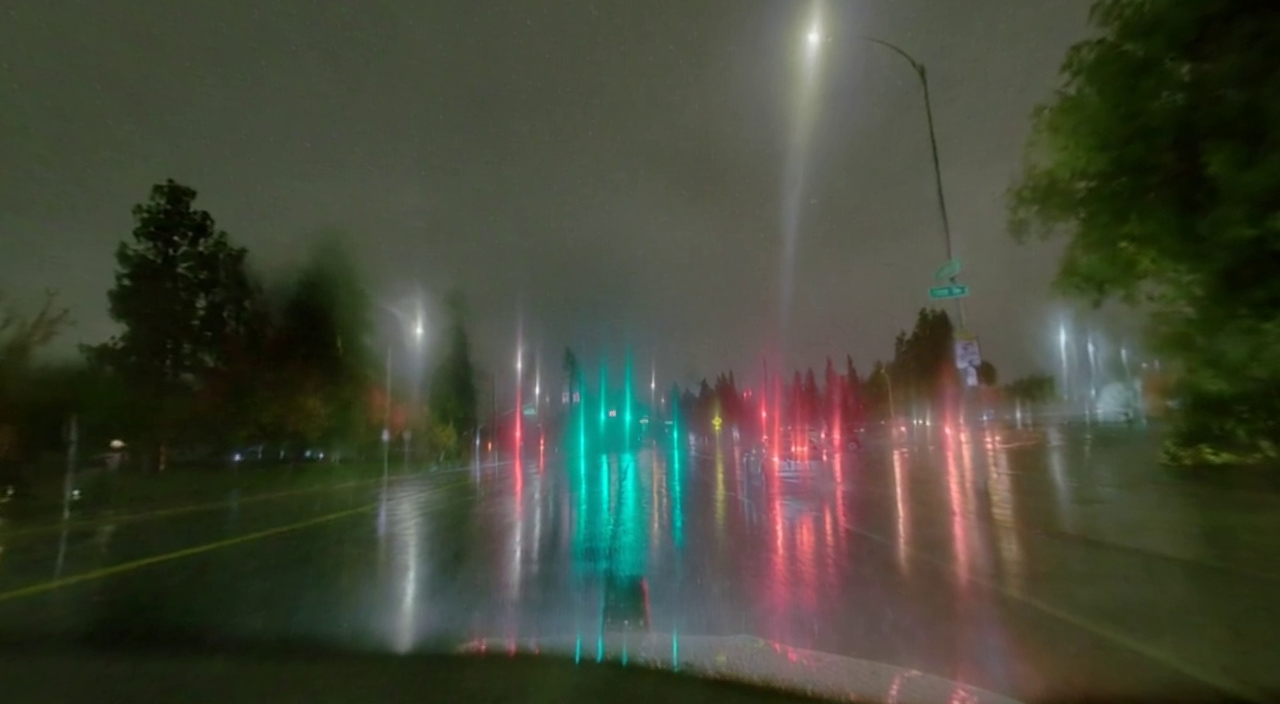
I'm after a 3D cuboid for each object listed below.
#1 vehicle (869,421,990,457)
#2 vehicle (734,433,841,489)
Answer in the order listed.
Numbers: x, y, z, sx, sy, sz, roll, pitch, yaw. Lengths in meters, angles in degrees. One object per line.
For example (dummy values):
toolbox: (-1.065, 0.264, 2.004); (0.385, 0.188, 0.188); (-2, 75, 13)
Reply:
vehicle: (12.265, 3.717, 26.944); (4.227, 1.451, 1.874); (0, -8, 1)
vehicle: (4.230, 3.223, 18.968); (2.006, 1.448, 4.671); (0, -8, -1)
